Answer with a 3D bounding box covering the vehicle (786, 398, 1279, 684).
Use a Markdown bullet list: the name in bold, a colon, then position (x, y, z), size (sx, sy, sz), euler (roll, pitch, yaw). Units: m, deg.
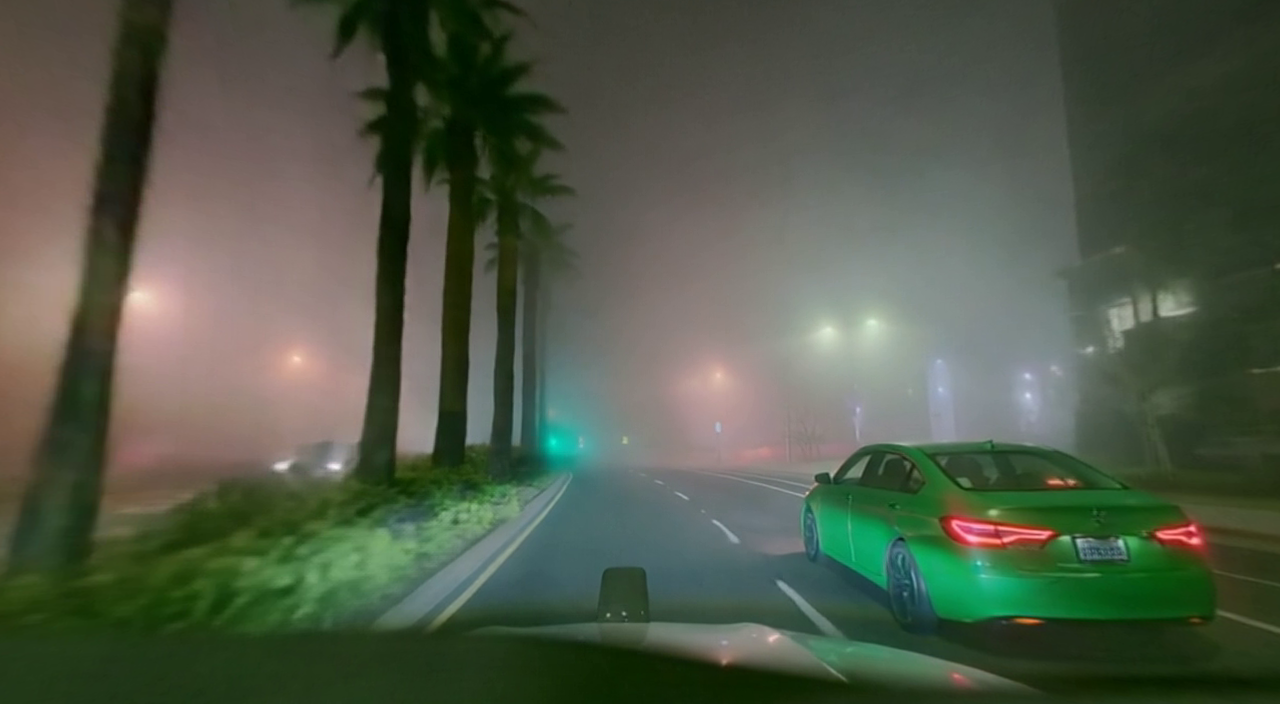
- **vehicle**: position (2.806, 1.354, 5.694), size (1.867, 1.554, 4.301), euler (0, -8, -1)
